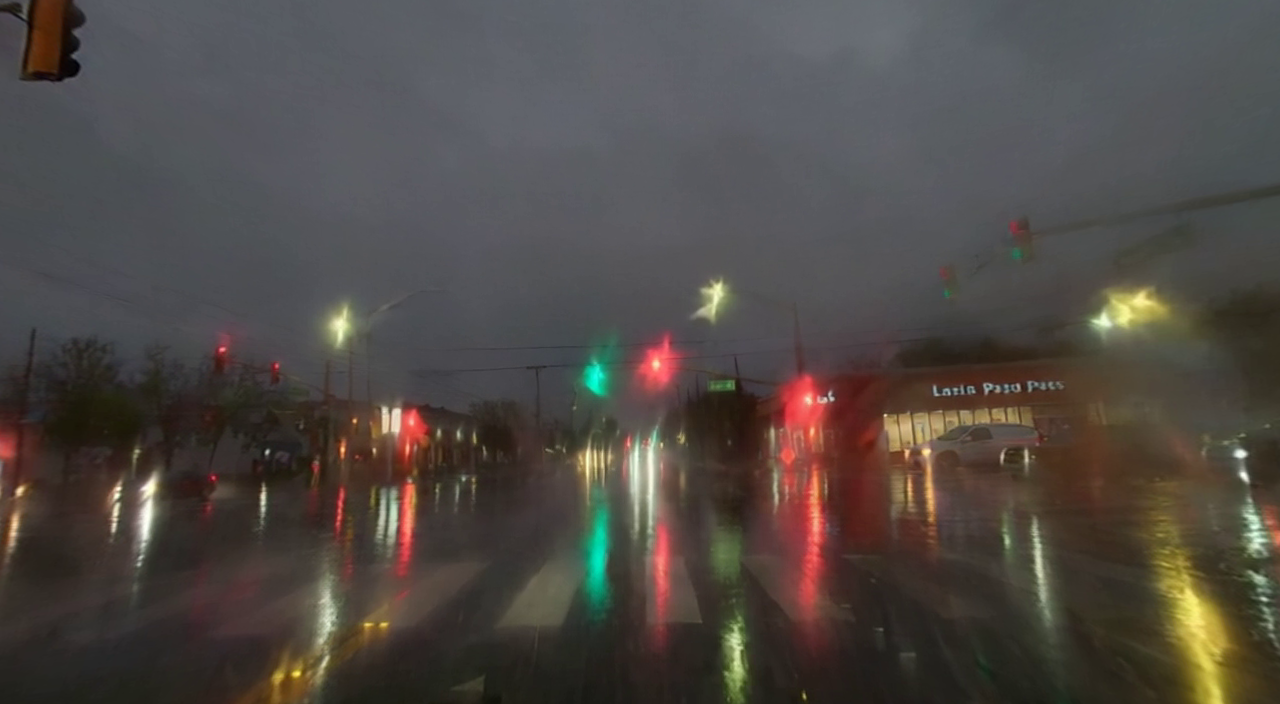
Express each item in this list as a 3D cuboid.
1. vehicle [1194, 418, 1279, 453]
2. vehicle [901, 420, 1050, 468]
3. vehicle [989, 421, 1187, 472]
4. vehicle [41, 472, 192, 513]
[{"bbox_3d":[28.064,3.700,28.030,4.728,1.468,2.083,-4,-9,24],"label":"vehicle"},{"bbox_3d":[13.020,3.652,24.948,4.916,1.730,1.986,-4,-9,21],"label":"vehicle"},{"bbox_3d":[14.356,3.097,20.625,4.835,1.487,1.913,-4,-9,20],"label":"vehicle"},{"bbox_3d":[-21.172,5.677,25.656,4.676,1.463,1.909,-1,-8,6],"label":"vehicle"}]
